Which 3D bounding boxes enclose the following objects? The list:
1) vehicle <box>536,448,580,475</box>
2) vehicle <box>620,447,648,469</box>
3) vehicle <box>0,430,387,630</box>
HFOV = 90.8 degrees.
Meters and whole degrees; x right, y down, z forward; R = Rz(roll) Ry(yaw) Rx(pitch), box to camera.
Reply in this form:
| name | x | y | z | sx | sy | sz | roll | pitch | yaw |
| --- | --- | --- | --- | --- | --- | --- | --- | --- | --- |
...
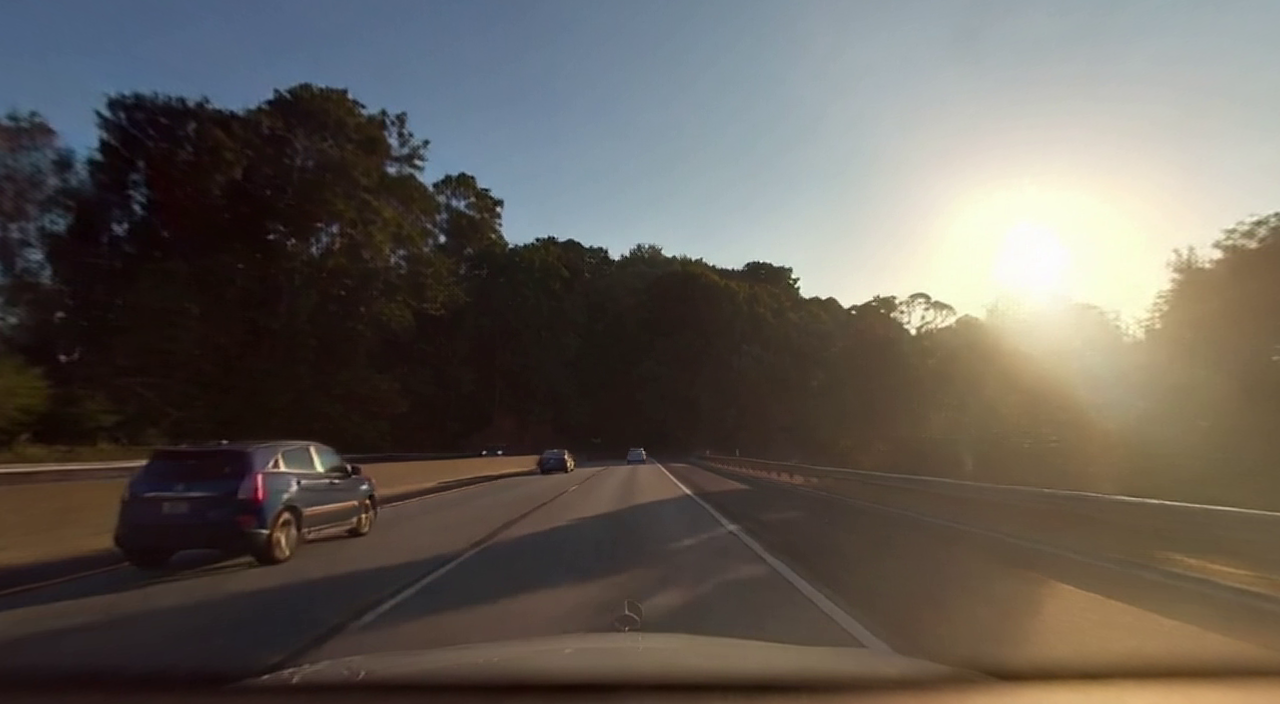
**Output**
| name | x | y | z | sx | sy | sz | roll | pitch | yaw |
| --- | --- | --- | --- | --- | --- | --- | --- | --- | --- |
| vehicle | -4.738 | 6.375 | 37.024 | 2.052 | 1.468 | 4.390 | 0 | -9 | -1 |
| vehicle | -0.510 | 8.261 | 49.304 | 2.070 | 1.603 | 4.806 | 0 | -9 | -2 |
| vehicle | -4.637 | 1.688 | 7.044 | 1.838 | 1.508 | 4.317 | 0 | -9 | 0 |
